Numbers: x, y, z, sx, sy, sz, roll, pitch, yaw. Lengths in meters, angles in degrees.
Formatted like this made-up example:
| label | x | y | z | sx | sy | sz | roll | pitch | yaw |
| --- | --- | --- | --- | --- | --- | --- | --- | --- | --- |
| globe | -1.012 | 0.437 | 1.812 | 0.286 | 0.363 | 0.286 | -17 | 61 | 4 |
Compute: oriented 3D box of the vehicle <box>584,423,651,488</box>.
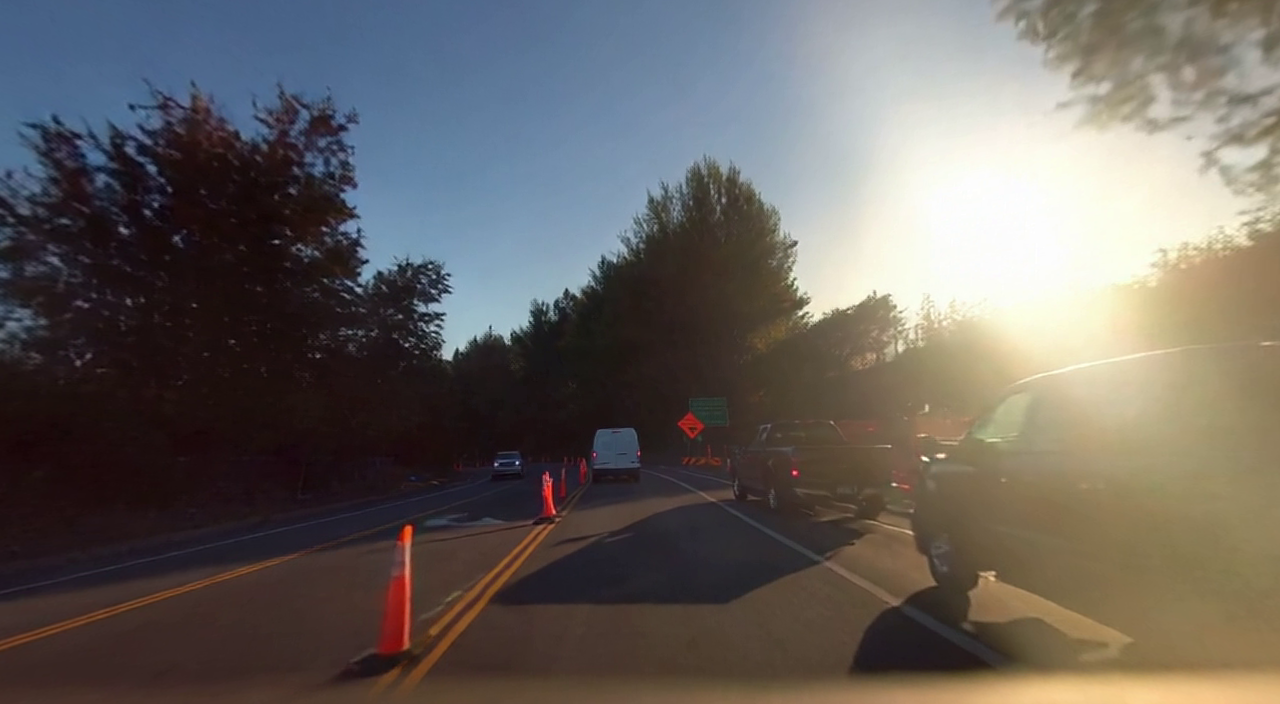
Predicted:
| label | x | y | z | sx | sy | sz | roll | pitch | yaw |
| --- | --- | --- | --- | --- | --- | --- | --- | --- | --- |
| vehicle | -0.972 | 3.985 | 24.582 | 2.362 | 2.247 | 4.892 | 1 | -9 | -4 |

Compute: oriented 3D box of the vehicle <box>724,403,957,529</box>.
| label | x | y | z | sx | sy | sz | roll | pitch | yaw |
| --- | --- | --- | --- | --- | --- | --- | --- | --- | --- |
| vehicle | 3.581 | 2.285 | 13.303 | 2.415 | 1.932 | 6.910 | 0 | -9 | -2 |

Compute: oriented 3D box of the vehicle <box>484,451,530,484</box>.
| label | x | y | z | sx | sy | sz | roll | pitch | yaw |
| --- | --- | --- | --- | --- | --- | --- | --- | --- | --- |
| vehicle | -7.368 | 6.400 | 35.356 | 1.992 | 1.712 | 4.504 | 1 | -9 | -6 |

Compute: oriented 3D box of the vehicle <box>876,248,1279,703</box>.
| label | x | y | z | sx | sy | sz | roll | pitch | yaw |
| --- | --- | --- | --- | --- | --- | --- | --- | --- | --- |
| vehicle | 4.203 | 0.822 | 4.215 | 2.613 | 2.153 | 6.713 | 0 | -9 | 0 |

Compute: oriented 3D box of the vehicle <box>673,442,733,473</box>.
| label | x | y | z | sx | sy | sz | roll | pitch | yaw |
| --- | --- | --- | --- | --- | --- | --- | --- | --- | --- |
| vehicle | 3.007 | 5.170 | 30.935 | 2.277 | 1.299 | 3.889 | -2 | -9 | -3 |
